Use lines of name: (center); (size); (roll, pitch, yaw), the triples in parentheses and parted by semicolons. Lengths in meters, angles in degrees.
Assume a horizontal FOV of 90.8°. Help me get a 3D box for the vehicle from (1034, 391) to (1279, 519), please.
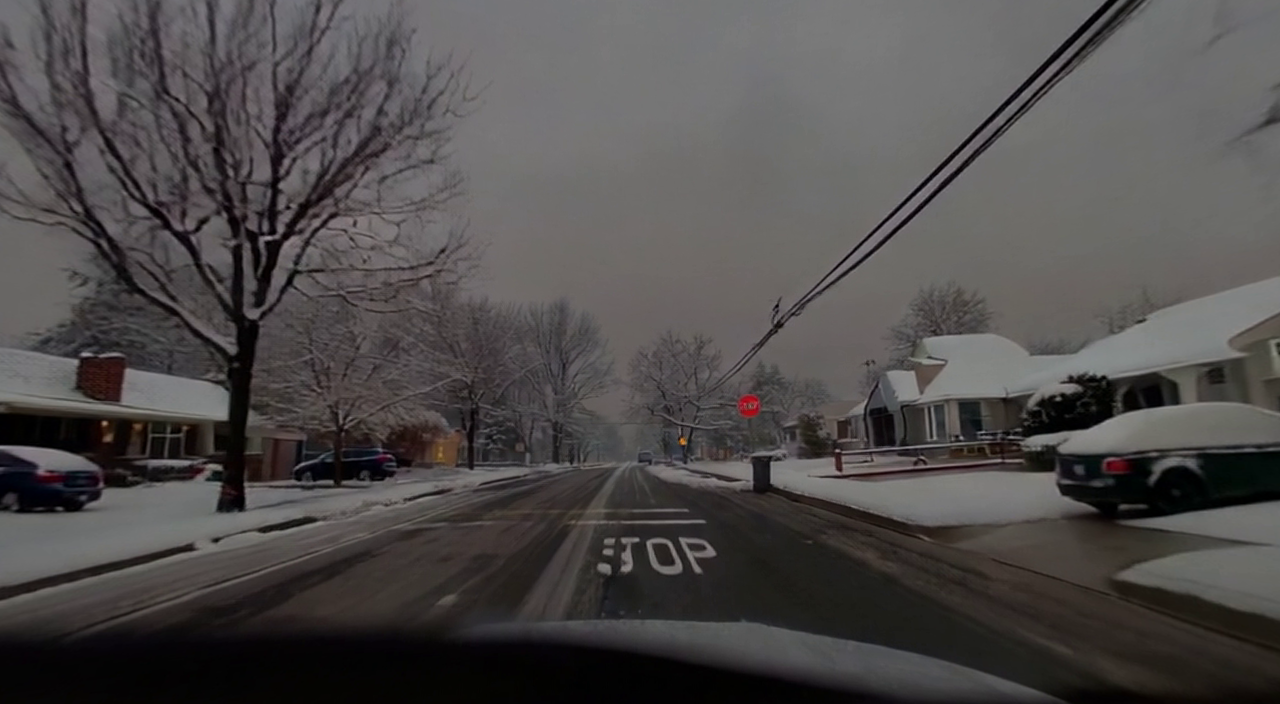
vehicle: (9.854, 1.689, 10.539); (5.234, 1.868, 2.014); (1, -9, -4)

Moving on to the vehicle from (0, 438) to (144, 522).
vehicle: (-14.663, 2.939, 14.875); (4.493, 1.776, 1.997); (-1, -9, 9)

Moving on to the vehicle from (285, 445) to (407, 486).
vehicle: (-14.146, 5.472, 30.662); (4.809, 1.865, 2.093); (0, -9, -2)
